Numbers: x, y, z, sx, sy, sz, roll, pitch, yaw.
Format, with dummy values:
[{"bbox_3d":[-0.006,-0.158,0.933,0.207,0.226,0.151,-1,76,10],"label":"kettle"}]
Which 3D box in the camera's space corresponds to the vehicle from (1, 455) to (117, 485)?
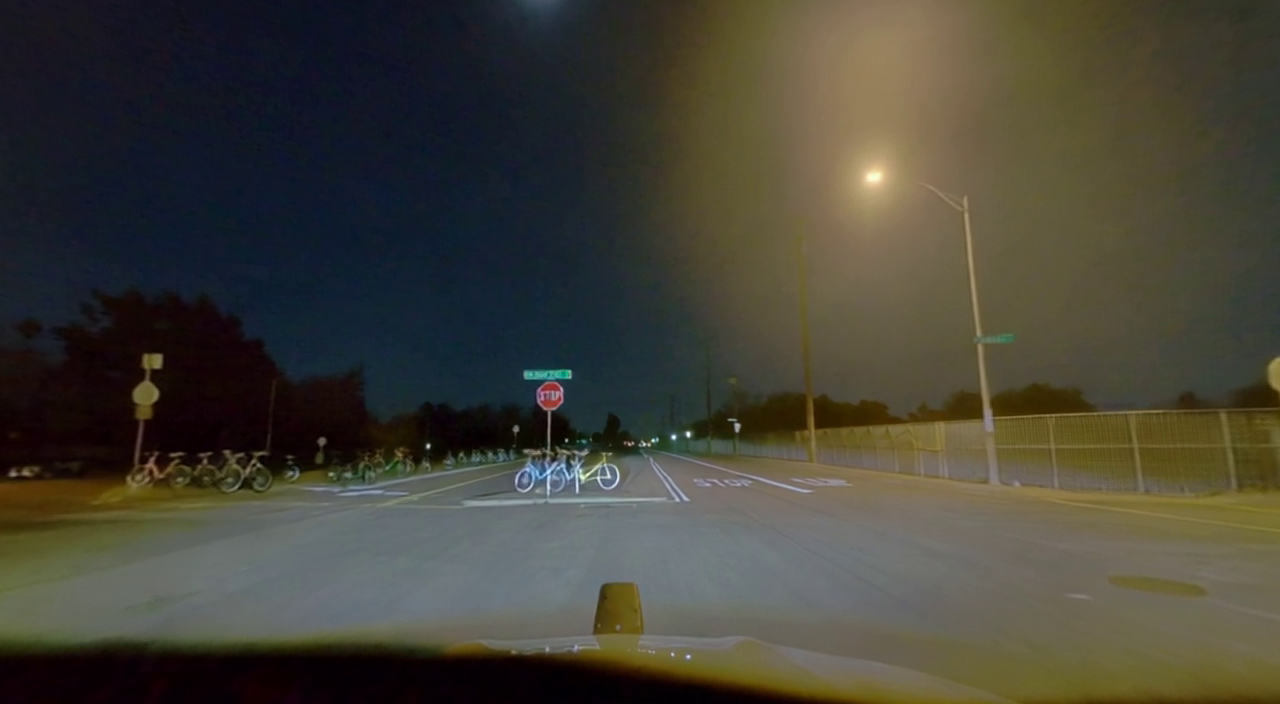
[{"bbox_3d":[-33.531,6.806,36.569,4.569,1.558,1.903,0,-9,-5],"label":"vehicle"}]
